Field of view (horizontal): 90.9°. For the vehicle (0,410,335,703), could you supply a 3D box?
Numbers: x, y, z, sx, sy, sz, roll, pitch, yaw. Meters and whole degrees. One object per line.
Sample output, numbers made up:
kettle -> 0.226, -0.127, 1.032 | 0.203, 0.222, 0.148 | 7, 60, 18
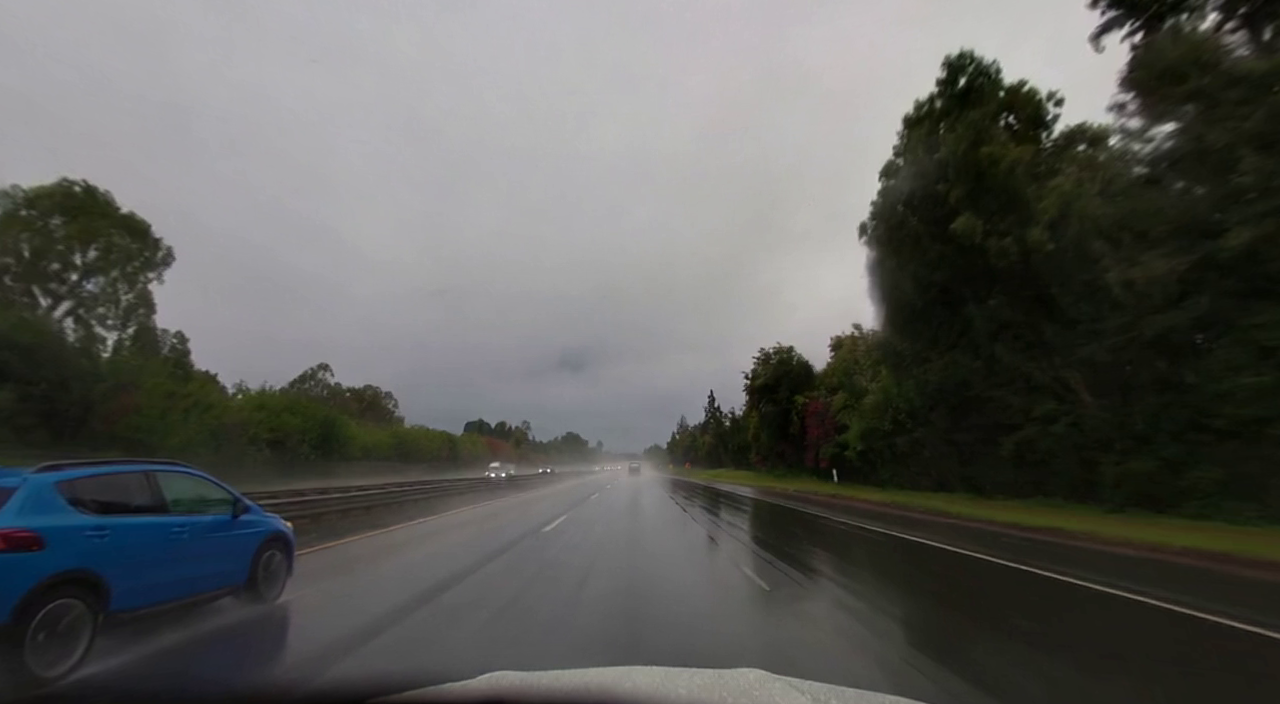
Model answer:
vehicle -> -4.010, 1.267, 4.249 | 1.797, 1.532, 4.072 | 1, -10, 0
